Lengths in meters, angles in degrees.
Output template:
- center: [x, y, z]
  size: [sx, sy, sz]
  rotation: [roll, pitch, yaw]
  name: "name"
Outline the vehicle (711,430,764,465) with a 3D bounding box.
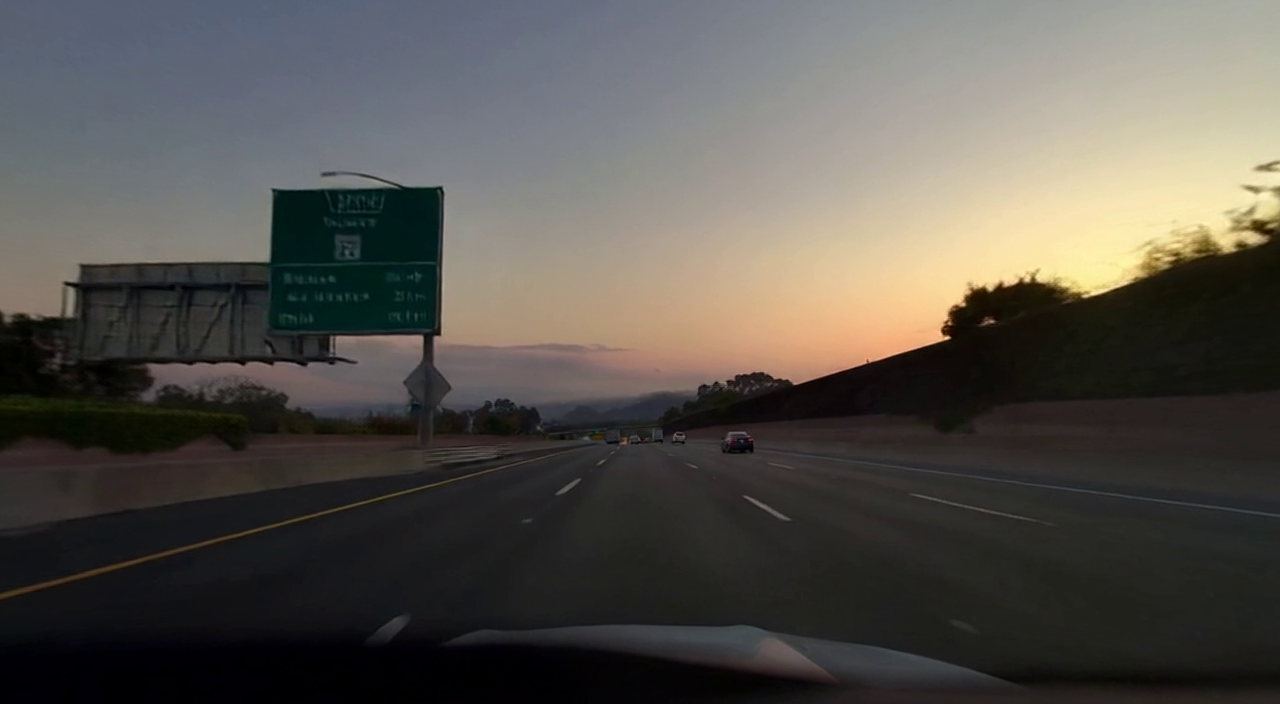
- center: [4.418, 4.364, 29.028]
  size: [1.802, 1.492, 3.804]
  rotation: [0, -8, -1]
  name: "vehicle"
